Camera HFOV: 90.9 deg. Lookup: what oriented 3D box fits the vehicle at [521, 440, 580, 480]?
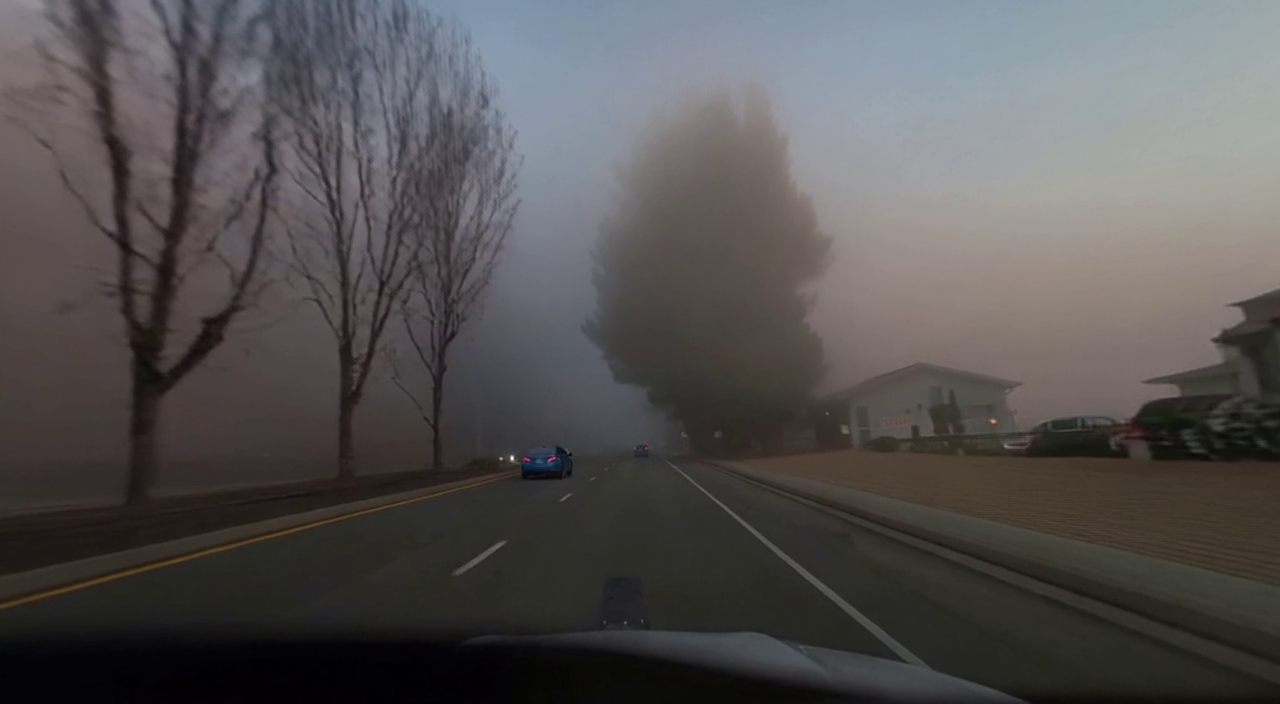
[{"bbox_3d":[-3.937,4.814,28.417,1.914,1.630,4.351,0,-8,1],"label":"vehicle"}]
